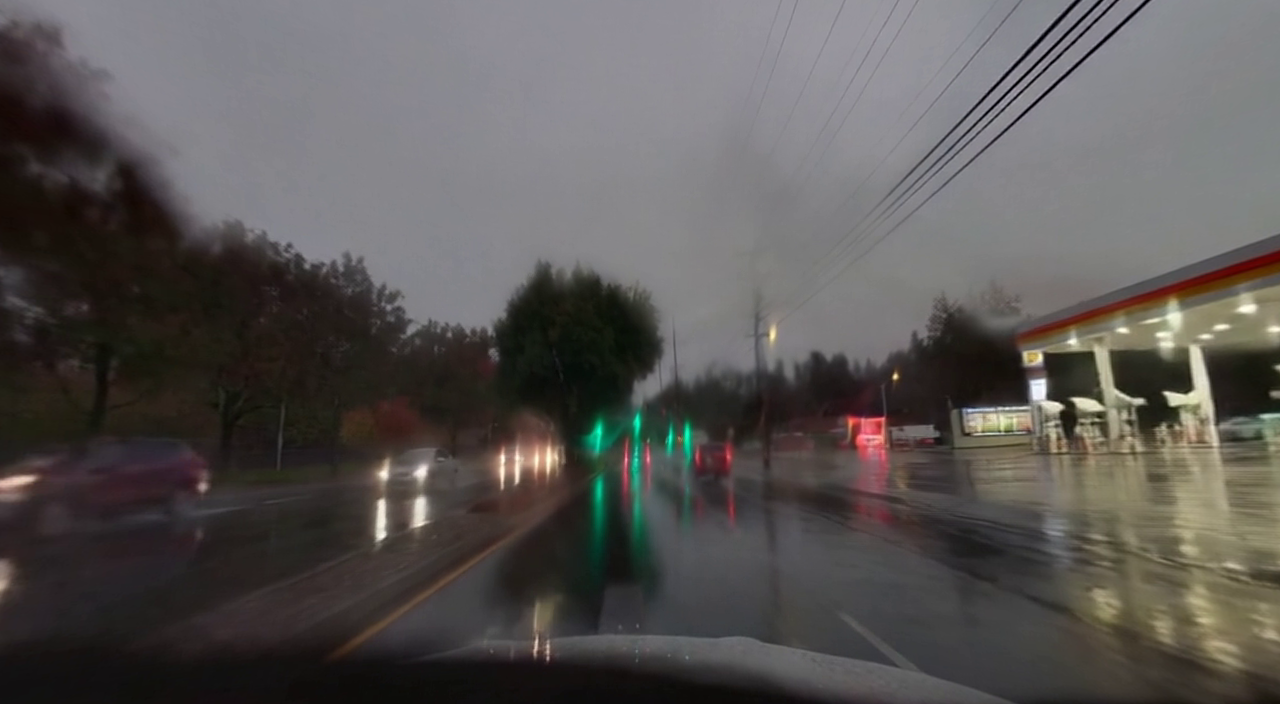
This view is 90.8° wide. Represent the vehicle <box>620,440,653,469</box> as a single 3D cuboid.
[{"bbox_3d":[-0.274,7.000,43.252,2.163,1.825,4.073,-1,-8,-1],"label":"vehicle"}]

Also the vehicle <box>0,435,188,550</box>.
[{"bbox_3d":[-11.491,2.550,12.004,2.301,1.827,4.754,0,-8,-1],"label":"vehicle"}]

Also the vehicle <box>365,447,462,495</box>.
[{"bbox_3d":[-8.382,4.410,23.881,2.085,1.582,4.305,-1,-8,0],"label":"vehicle"}]

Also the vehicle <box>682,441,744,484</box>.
[{"bbox_3d":[2.918,4.531,26.189,1.990,1.592,4.294,0,-8,-1],"label":"vehicle"}]
